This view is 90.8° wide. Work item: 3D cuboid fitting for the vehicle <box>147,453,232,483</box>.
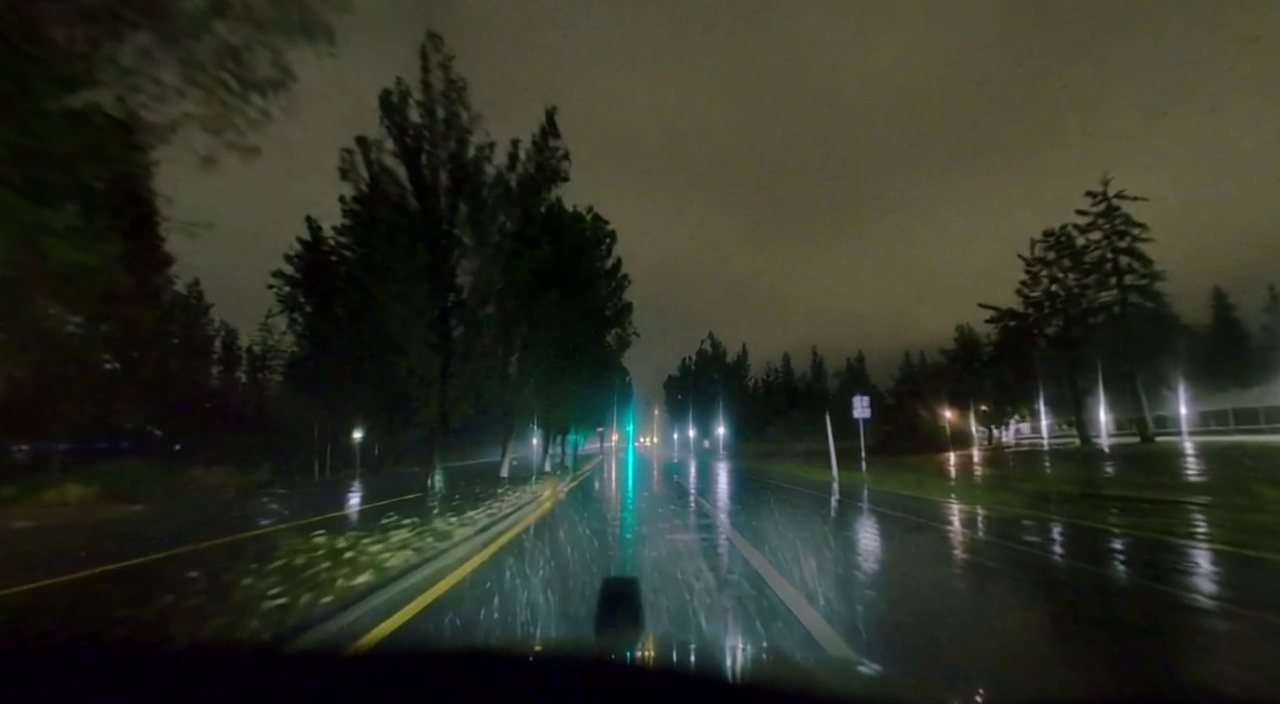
[{"bbox_3d":[-26.172,6.710,36.871,1.732,1.405,4.457,-4,-8,0],"label":"vehicle"}]
